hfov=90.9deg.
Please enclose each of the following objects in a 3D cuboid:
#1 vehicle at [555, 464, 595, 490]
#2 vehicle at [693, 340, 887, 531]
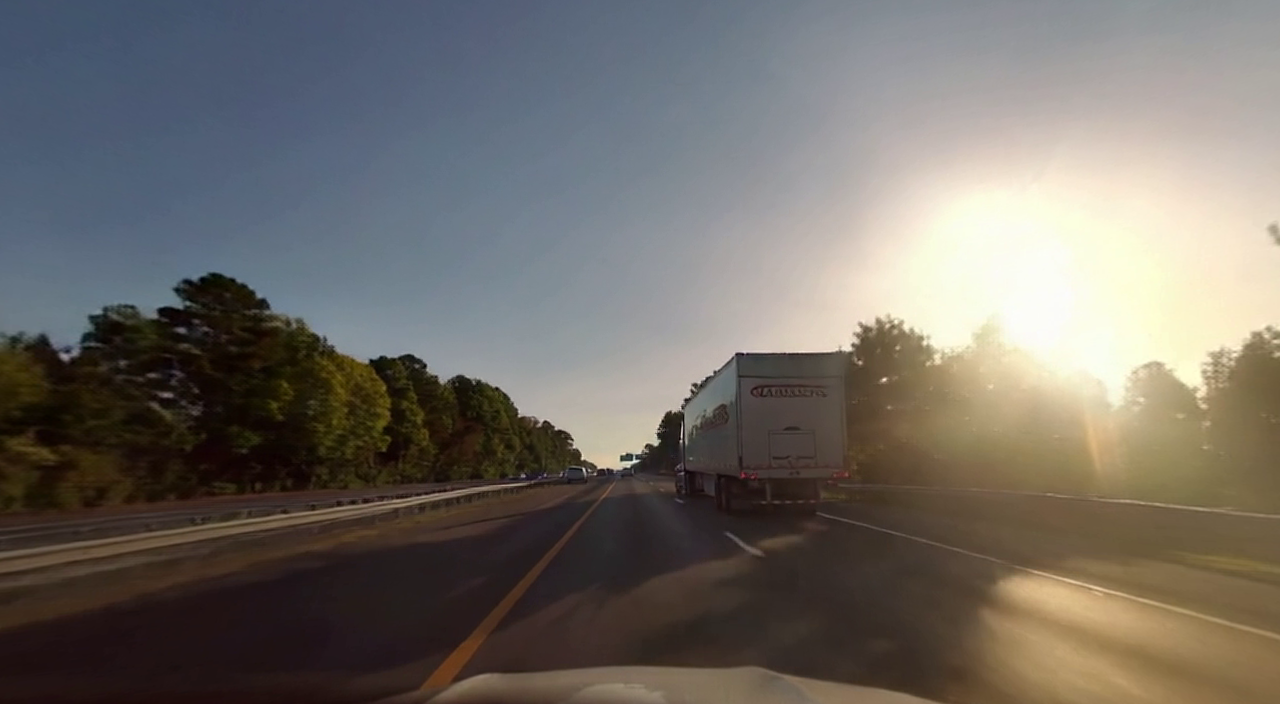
[{"bbox_3d":[-4.197,8.179,41.481,2.180,1.556,4.895,1,-10,0],"label":"vehicle"},{"bbox_3d":[3.593,2.698,18.708,2.871,4.032,10.642,1,-10,-1],"label":"vehicle"}]
